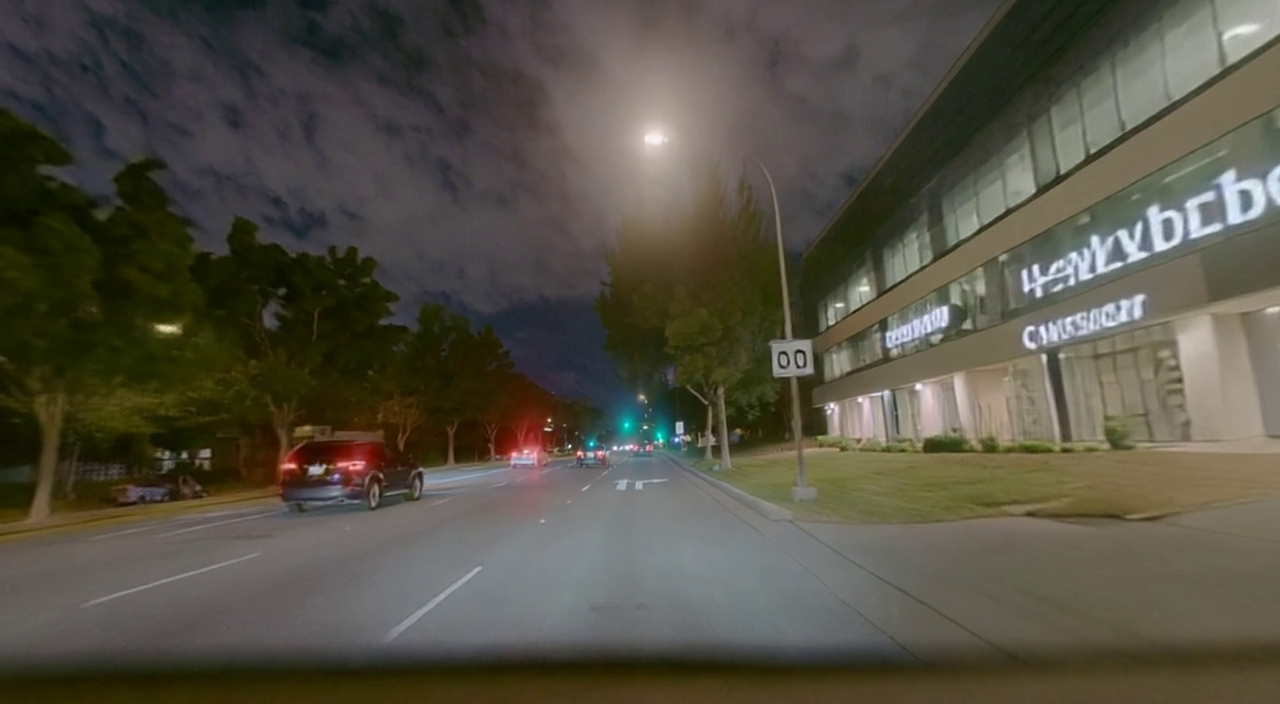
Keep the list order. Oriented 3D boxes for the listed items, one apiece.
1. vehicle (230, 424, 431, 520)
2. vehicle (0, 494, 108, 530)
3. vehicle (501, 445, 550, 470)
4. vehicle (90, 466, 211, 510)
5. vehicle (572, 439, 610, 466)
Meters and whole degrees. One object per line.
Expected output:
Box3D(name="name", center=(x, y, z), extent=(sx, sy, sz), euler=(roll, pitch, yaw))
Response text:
Box3D(name="vehicle", center=(-6.789, 2.694, 14.627), extent=(2.137, 1.835, 4.844), euler=(0, -9, 1))
Box3D(name="vehicle", center=(-18.358, 4.873, 19.319), extent=(0.944, 0.724, 3.568), euler=(1, -9, 2))
Box3D(name="vehicle", center=(-6.827, 6.364, 38.087), extent=(2.072, 1.427, 4.328), euler=(0, -9, 1))
Box3D(name="vehicle", center=(-22.070, 6.098, 28.707), extent=(1.900, 1.467, 4.655), euler=(-6, -8, -1))
Box3D(name="vehicle", center=(-3.148, 6.566, 41.158), extent=(2.100, 1.661, 3.837), euler=(0, -9, 1))
